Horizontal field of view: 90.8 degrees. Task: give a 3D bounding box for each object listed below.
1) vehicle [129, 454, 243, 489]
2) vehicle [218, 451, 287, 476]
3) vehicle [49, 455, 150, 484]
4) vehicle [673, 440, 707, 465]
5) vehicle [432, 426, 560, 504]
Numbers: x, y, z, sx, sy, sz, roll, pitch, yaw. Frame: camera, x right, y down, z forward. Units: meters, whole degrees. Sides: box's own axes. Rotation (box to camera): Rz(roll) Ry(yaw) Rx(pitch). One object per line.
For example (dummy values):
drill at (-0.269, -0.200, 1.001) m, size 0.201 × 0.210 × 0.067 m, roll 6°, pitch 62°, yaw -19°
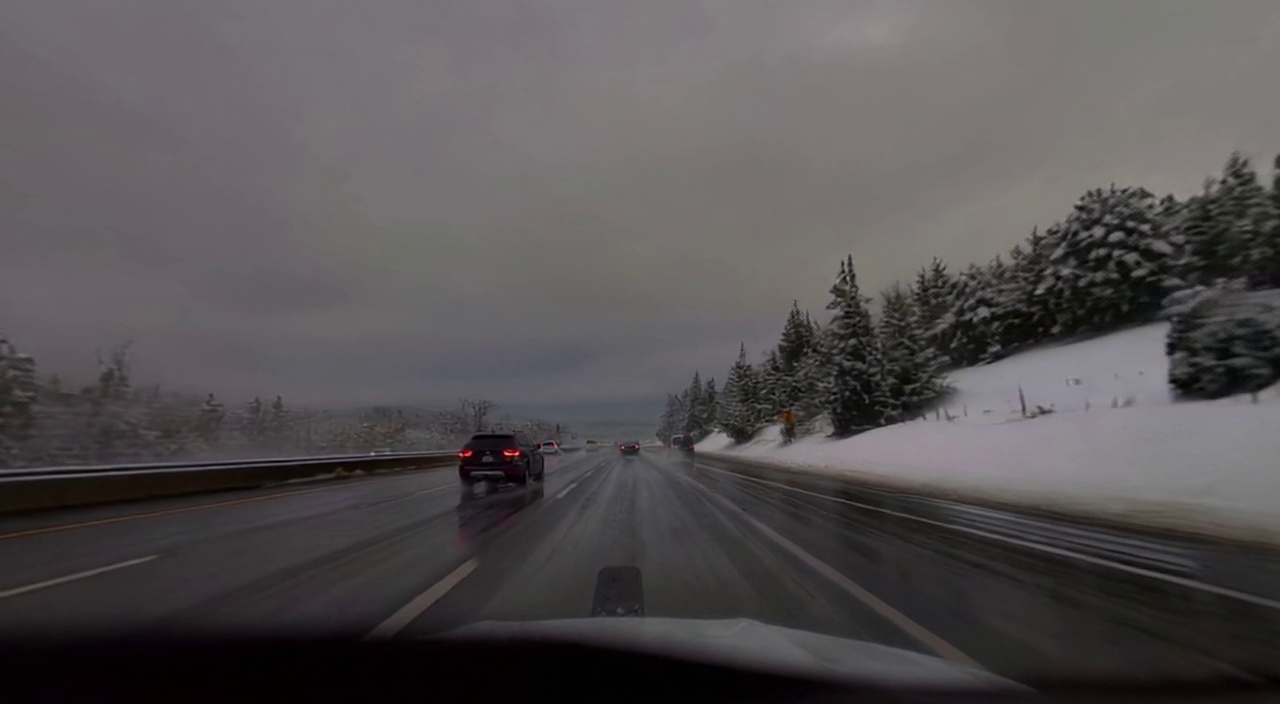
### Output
vehicle at (-21.771, 5.712, 30.602) m, size 2.019 × 1.496 × 4.681 m, roll 0°, pitch -8°, yaw 1°
vehicle at (-25.507, 7.339, 41.796) m, size 1.761 × 1.453 × 4.415 m, roll 0°, pitch -8°, yaw 1°
vehicle at (-30.342, 6.570, 35.654) m, size 1.904 × 1.463 × 4.422 m, roll 0°, pitch -8°, yaw -2°
vehicle at (3.787, 7.773, 49.028) m, size 2.164 × 1.788 × 4.500 m, roll 0°, pitch -8°, yaw -1°
vehicle at (-3.478, 2.846, 16.303) m, size 2.166 × 1.700 × 4.661 m, roll 0°, pitch -8°, yaw 0°
